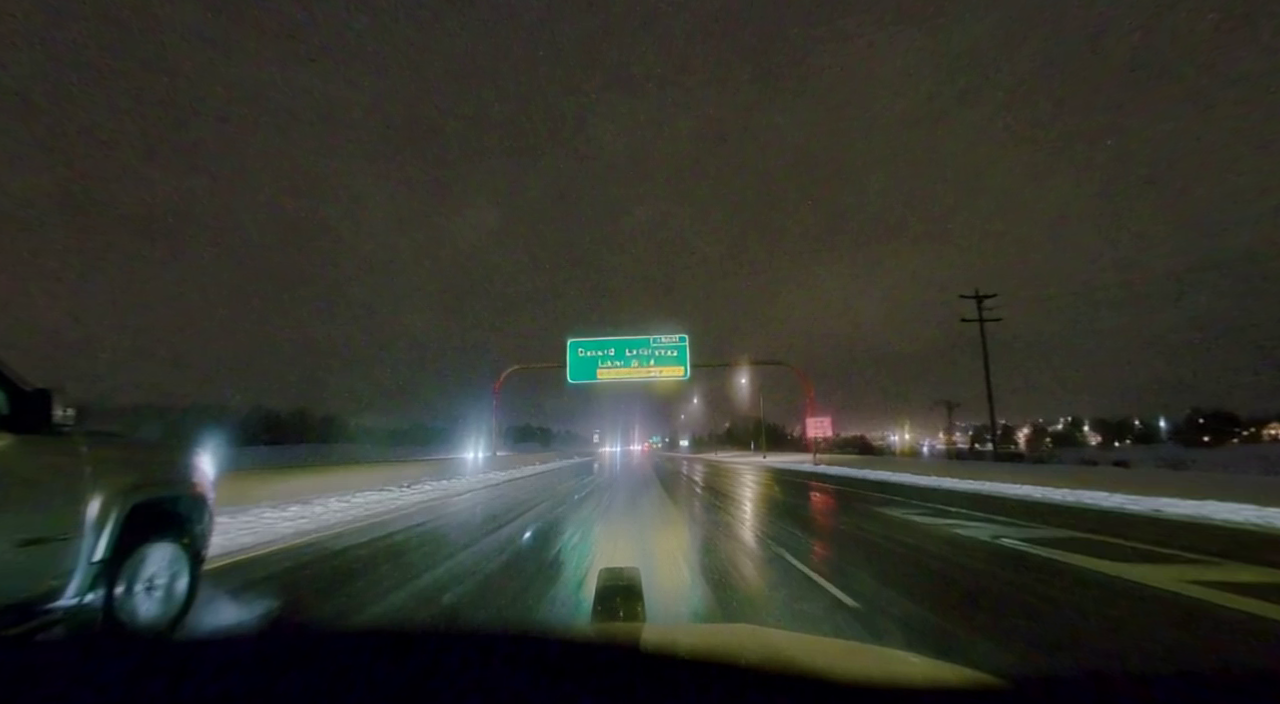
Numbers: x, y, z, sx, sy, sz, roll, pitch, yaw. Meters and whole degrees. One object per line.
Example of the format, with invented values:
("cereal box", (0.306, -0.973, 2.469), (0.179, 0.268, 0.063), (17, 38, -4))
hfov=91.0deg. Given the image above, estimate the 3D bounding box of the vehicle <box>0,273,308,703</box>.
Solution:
("vehicle", (-3.853, 0.545, 1.910), (2.431, 1.928, 5.760), (0, -9, 1))
